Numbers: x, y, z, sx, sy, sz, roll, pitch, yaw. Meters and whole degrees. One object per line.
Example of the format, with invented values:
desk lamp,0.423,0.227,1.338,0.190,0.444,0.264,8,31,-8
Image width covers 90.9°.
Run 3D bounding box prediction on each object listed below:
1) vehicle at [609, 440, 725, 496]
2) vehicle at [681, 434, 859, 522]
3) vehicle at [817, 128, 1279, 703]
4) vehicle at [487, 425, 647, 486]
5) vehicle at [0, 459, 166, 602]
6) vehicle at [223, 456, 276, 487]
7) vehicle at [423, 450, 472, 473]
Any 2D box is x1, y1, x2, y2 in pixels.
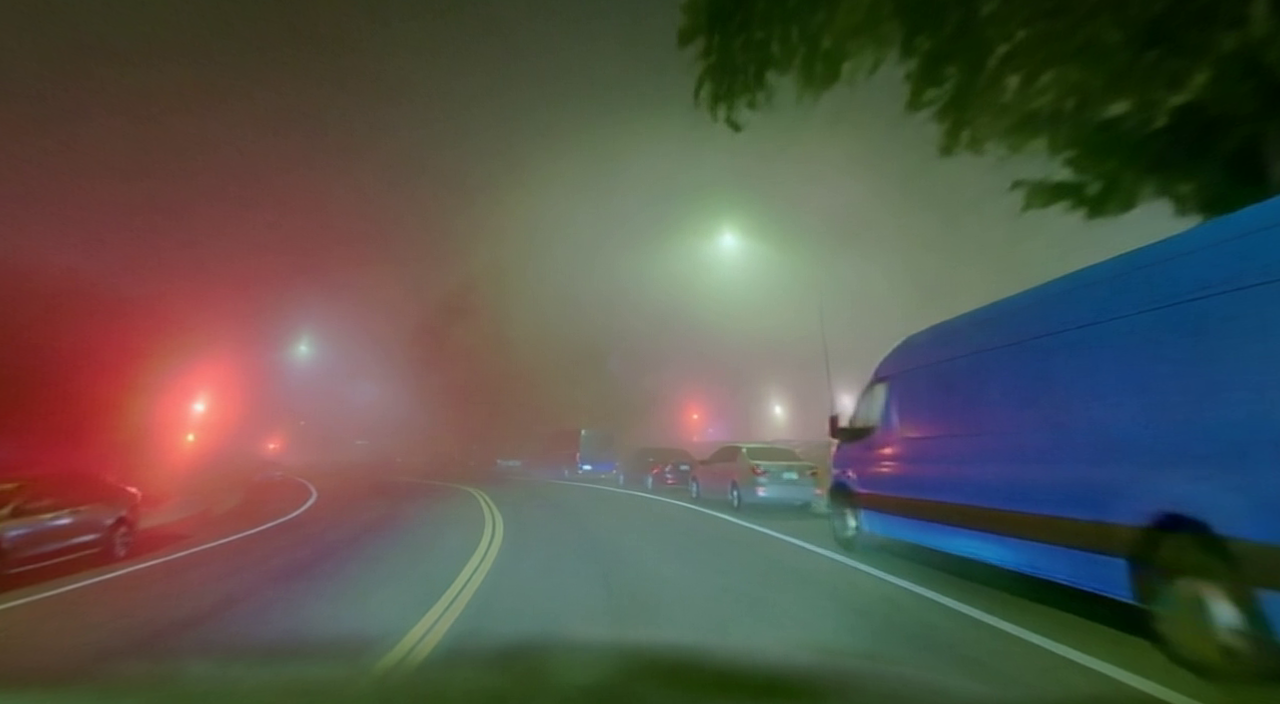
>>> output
vehicle,0.653,3.473,19.308,1.957,1.479,4.554,3,-9,-20
vehicle,2.411,2.498,13.143,1.961,1.456,4.569,1,-9,-11
vehicle,3.960,0.643,5.120,2.406,2.689,6.916,0,-9,-5
vehicle,-3.790,4.670,28.630,3.041,2.164,10.370,3,-10,-32
vehicle,-8.102,2.108,7.744,1.985,1.485,3.820,1,-9,-9
vehicle,-21.367,6.460,34.386,1.950,1.489,4.214,5,-10,-37
vehicle,-12.977,7.328,42.327,1.804,1.453,4.462,6,-10,-35
